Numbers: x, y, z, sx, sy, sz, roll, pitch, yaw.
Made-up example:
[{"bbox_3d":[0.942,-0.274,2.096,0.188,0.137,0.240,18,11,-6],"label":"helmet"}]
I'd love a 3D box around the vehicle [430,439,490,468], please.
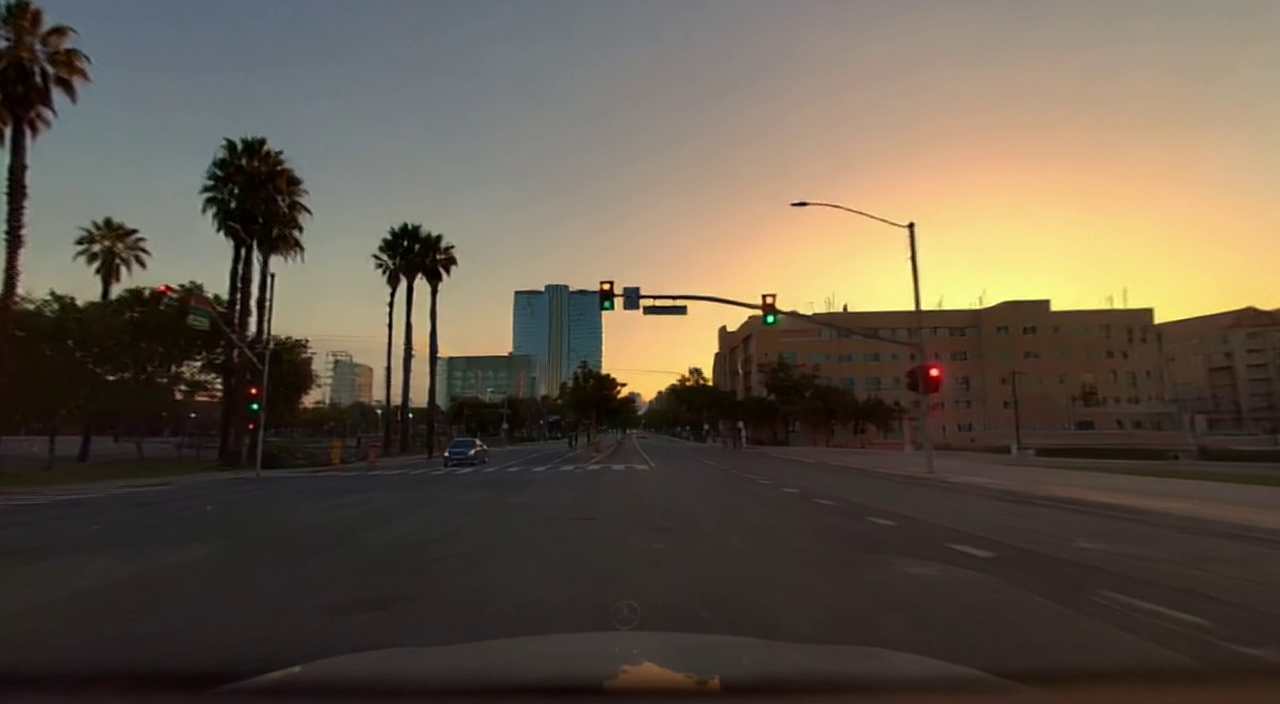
[{"bbox_3d":[-9.912,5.599,35.112,2.149,1.477,4.186,0,-8,-1],"label":"vehicle"}]
